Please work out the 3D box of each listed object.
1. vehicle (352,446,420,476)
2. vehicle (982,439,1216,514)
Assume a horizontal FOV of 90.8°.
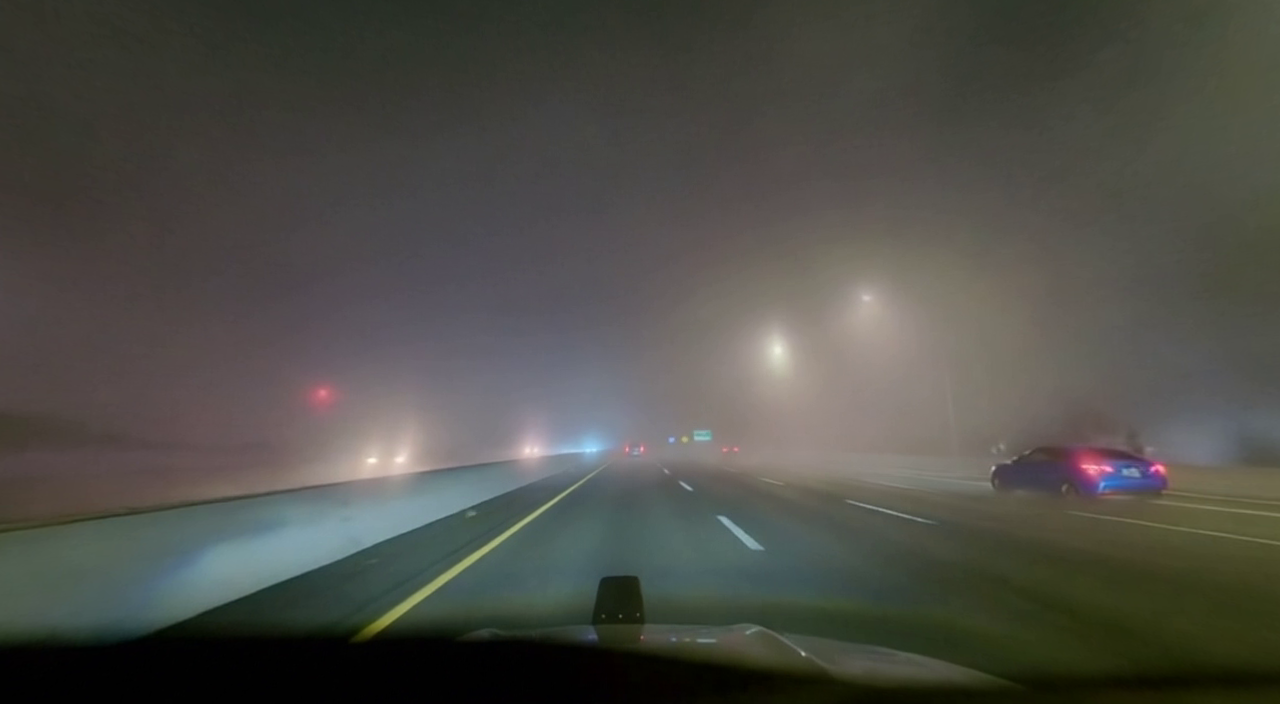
[{"bbox_3d":[-14.691,6.314,36.896,2.013,1.529,4.916,0,-8,-1],"label":"vehicle"},{"bbox_3d":[10.711,2.882,15.340,2.024,1.481,4.747,1,-8,-2],"label":"vehicle"}]
